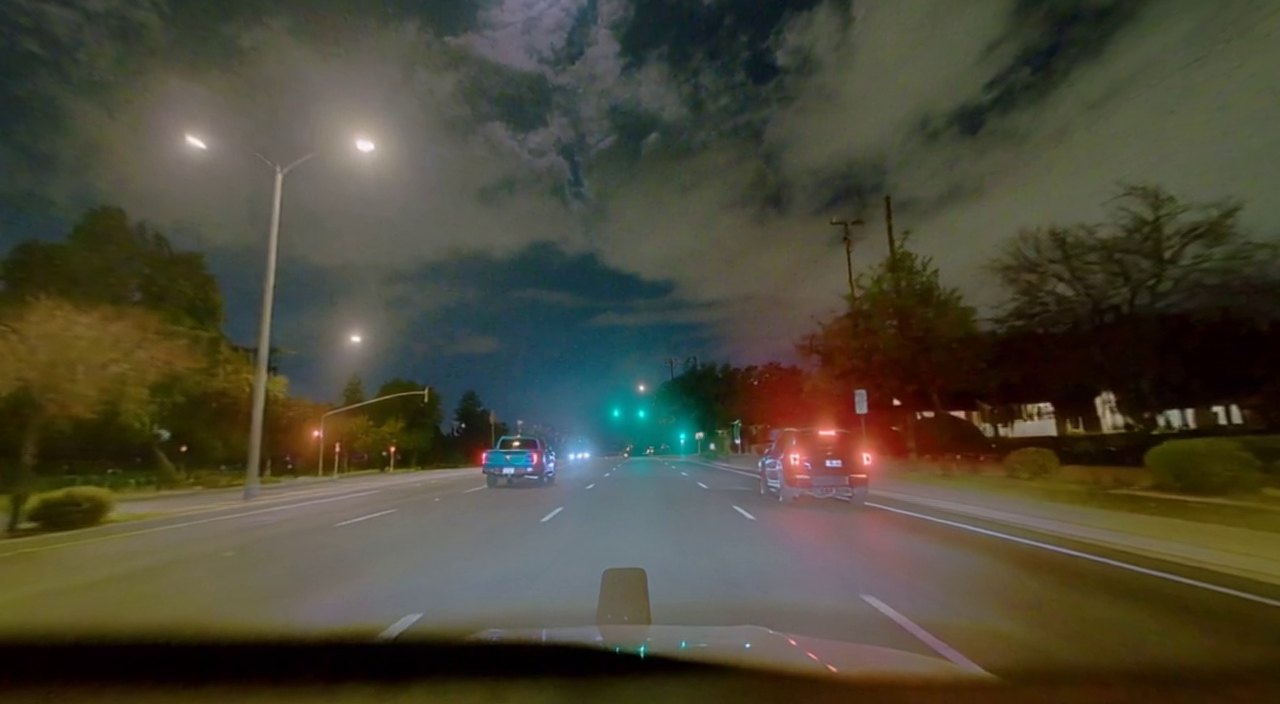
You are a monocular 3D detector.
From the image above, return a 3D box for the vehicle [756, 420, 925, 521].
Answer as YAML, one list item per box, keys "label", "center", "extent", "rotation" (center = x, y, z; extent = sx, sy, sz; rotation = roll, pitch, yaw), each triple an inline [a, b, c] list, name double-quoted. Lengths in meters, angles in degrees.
- label: "vehicle"
  center: [3.890, 2.386, 13.177]
  extent: [2.016, 1.736, 4.356]
  rotation: [0, -8, -1]

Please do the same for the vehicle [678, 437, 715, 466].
- label: "vehicle"
  center: [4.140, 7.361, 46.817]
  extent: [2.321, 1.957, 5.037]
  rotation: [0, -8, 1]

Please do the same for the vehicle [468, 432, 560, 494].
- label: "vehicle"
  center: [-3.920, 3.532, 20.494]
  extent: [2.002, 1.747, 4.728]
  rotation: [0, -8, 0]
